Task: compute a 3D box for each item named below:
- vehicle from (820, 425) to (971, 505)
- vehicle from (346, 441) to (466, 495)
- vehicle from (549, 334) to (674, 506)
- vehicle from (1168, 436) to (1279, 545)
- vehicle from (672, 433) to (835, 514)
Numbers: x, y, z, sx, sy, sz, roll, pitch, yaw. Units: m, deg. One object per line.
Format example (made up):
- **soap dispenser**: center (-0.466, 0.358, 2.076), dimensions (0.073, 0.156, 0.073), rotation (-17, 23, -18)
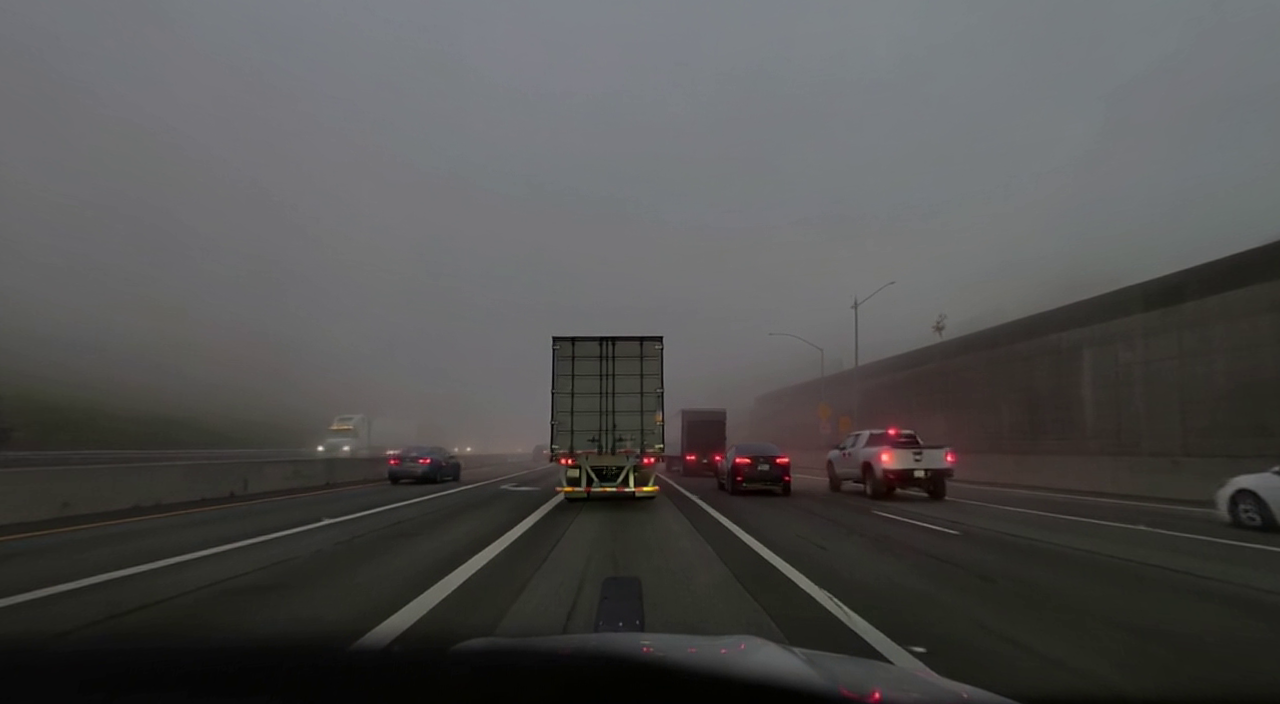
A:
- **vehicle**: center (6.792, 3.060, 17.456), dimensions (2.070, 1.888, 4.546), rotation (0, -9, -2)
- **vehicle**: center (-7.180, 3.596, 20.003), dimensions (1.973, 1.471, 4.779), rotation (0, -9, 0)
- **vehicle**: center (-0.697, 2.377, 20.243), dimensions (2.906, 4.040, 10.743), rotation (0, -9, 0)
- **vehicle**: center (9.762, 1.765, 7.828), dimensions (2.002, 1.472, 4.950), rotation (0, -9, -3)
- **vehicle**: center (3.113, 4.068, 22.684), dimensions (2.869, 1.940, 14.755), rotation (0, -9, -1)
